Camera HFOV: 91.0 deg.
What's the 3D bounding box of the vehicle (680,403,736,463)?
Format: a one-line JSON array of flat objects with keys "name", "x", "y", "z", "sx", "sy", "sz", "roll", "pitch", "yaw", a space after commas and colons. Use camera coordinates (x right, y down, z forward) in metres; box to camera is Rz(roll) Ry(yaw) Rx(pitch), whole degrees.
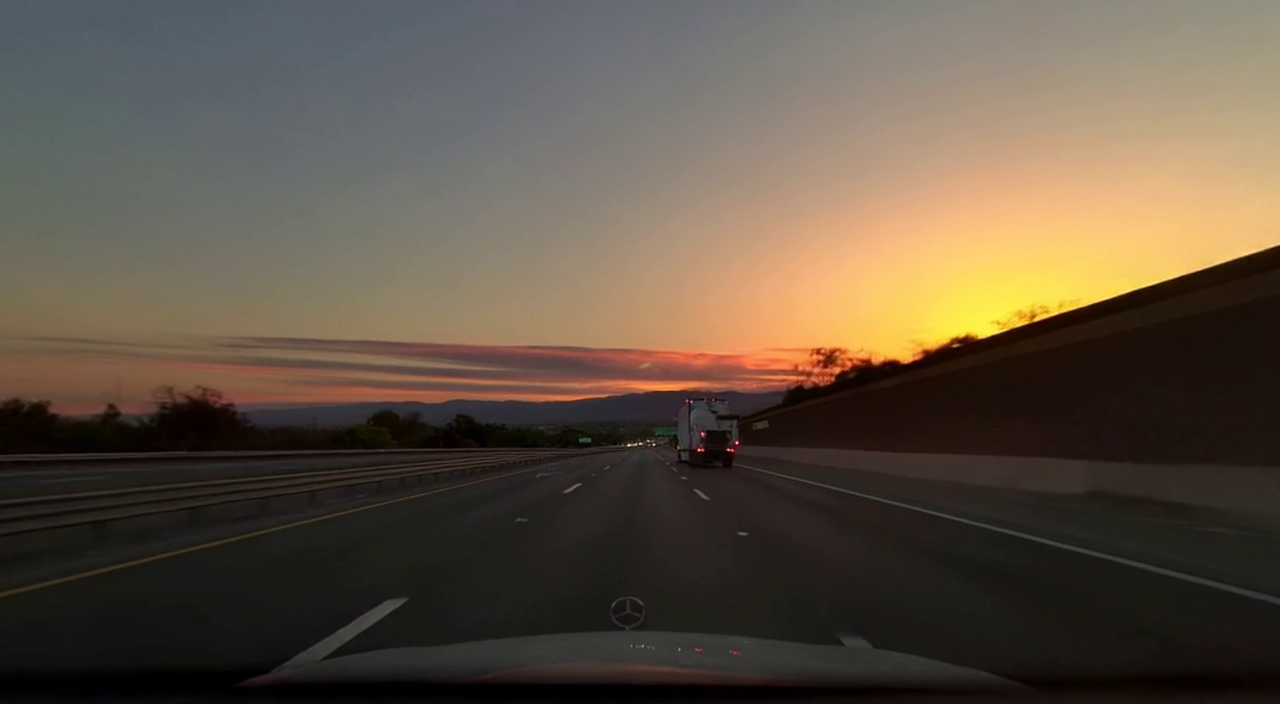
[{"name": "vehicle", "x": 4.854, "y": 6.077, "z": 46.634, "sx": 3.208, "sy": 3.950, "sz": 8.714, "roll": 0, "pitch": -8, "yaw": 0}]
